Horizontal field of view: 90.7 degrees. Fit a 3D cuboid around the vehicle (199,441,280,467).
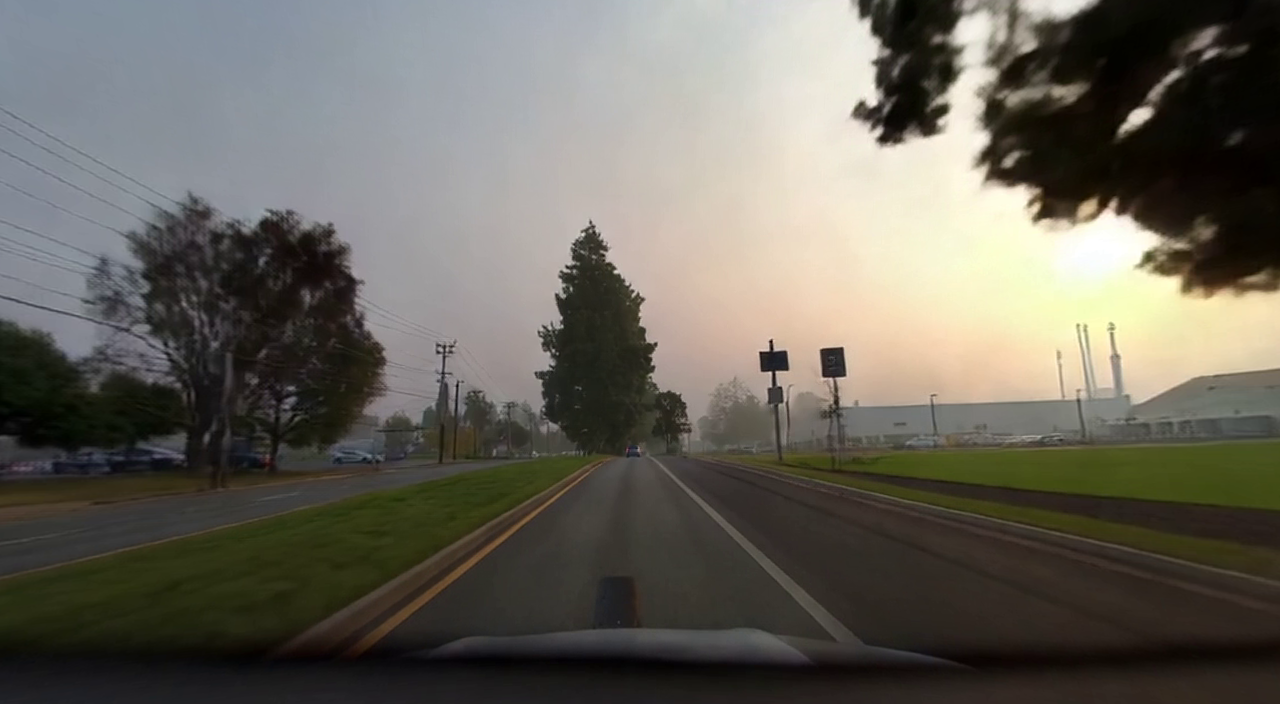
[{"bbox_3d":[-23.615,6.017,37.547,1.815,1.460,4.642,0,-8,0],"label":"vehicle"}]
